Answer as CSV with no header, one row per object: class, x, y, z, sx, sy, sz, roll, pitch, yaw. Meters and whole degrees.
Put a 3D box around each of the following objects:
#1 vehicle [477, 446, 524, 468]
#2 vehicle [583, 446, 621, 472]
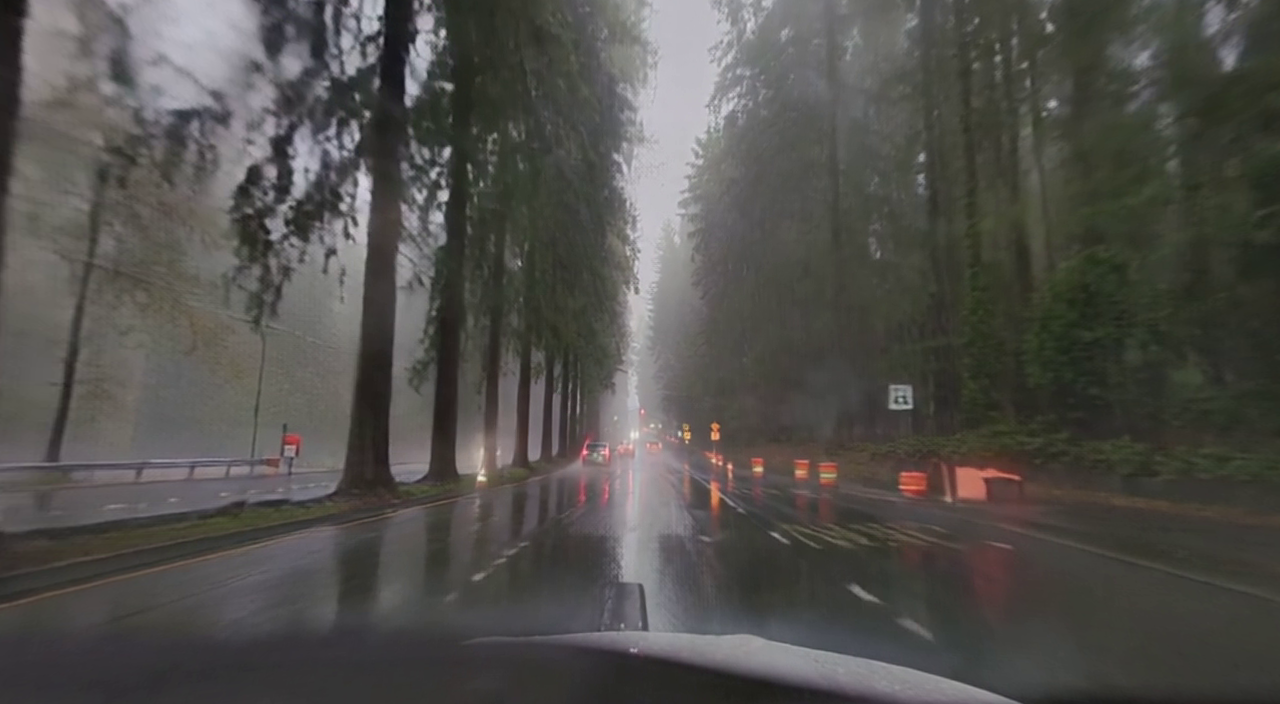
vehicle,-9.653,7.275,43.716,1.953,1.471,4.670,-1,-9,4
vehicle,-2.307,6.650,39.293,2.029,1.511,3.922,0,-9,2
